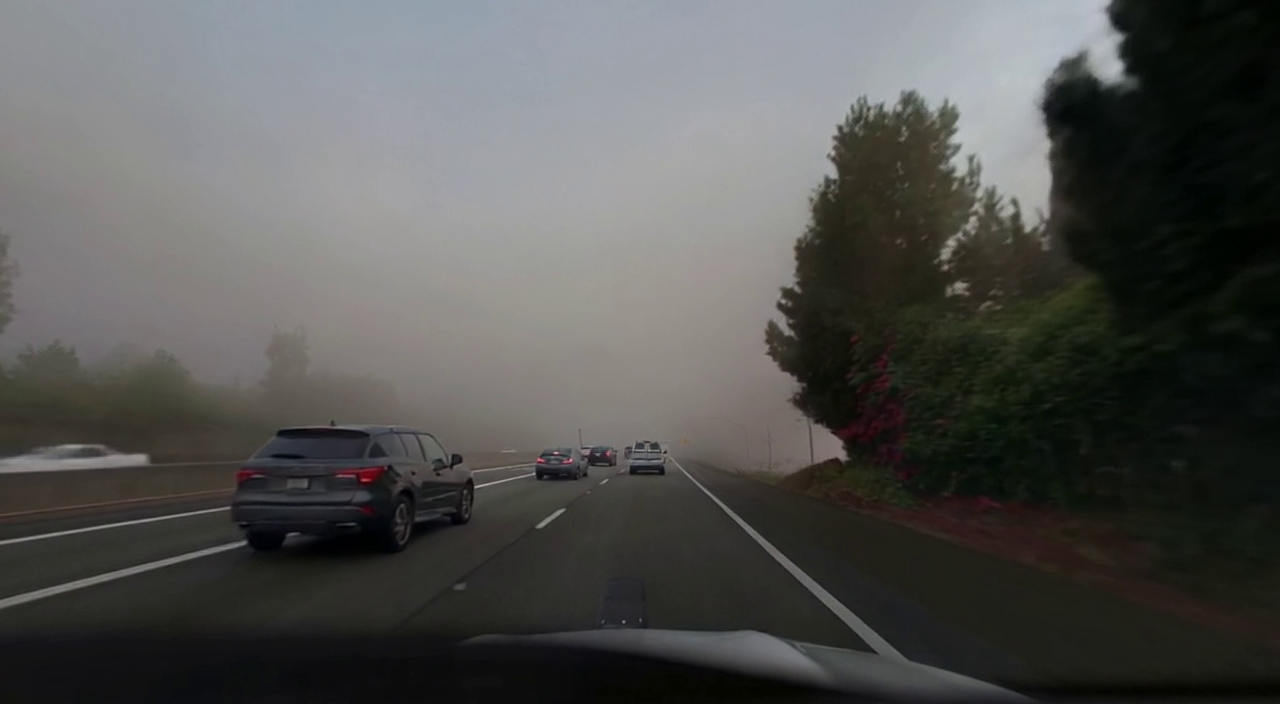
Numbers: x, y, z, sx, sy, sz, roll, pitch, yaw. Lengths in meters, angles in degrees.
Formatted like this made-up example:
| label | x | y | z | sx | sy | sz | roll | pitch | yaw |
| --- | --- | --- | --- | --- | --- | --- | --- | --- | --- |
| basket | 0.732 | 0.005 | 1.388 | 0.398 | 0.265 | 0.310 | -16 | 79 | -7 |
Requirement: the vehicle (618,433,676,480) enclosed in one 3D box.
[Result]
| label | x | y | z | sx | sy | sz | roll | pitch | yaw |
| --- | --- | --- | --- | --- | --- | --- | --- | --- | --- |
| vehicle | 0.325 | 4.459 | 27.130 | 2.319 | 1.813 | 4.274 | 0 | -8 | 1 |

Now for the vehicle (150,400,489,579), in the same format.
| label | x | y | z | sx | sy | sz | roll | pitch | yaw |
| --- | --- | --- | --- | --- | --- | --- | --- | --- | --- |
| vehicle | -3.729 | 1.698 | 8.561 | 2.104 | 1.754 | 4.515 | 0 | -8 | 2 |

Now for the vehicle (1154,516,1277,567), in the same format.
| label | x | y | z | sx | sy | sz | roll | pitch | yaw |
| --- | --- | --- | --- | --- | --- | --- | --- | --- | --- |
| vehicle | 25.315 | 8.323 | 27.983 | 1.985 | 1.513 | 4.339 | -2 | -8 | 11 |

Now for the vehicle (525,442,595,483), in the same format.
| label | x | y | z | sx | sy | sz | roll | pitch | yaw |
| --- | --- | --- | --- | --- | --- | --- | --- | --- | --- |
| vehicle | -3.077 | 4.379 | 25.351 | 2.092 | 1.464 | 4.466 | 0 | -8 | 2 |
